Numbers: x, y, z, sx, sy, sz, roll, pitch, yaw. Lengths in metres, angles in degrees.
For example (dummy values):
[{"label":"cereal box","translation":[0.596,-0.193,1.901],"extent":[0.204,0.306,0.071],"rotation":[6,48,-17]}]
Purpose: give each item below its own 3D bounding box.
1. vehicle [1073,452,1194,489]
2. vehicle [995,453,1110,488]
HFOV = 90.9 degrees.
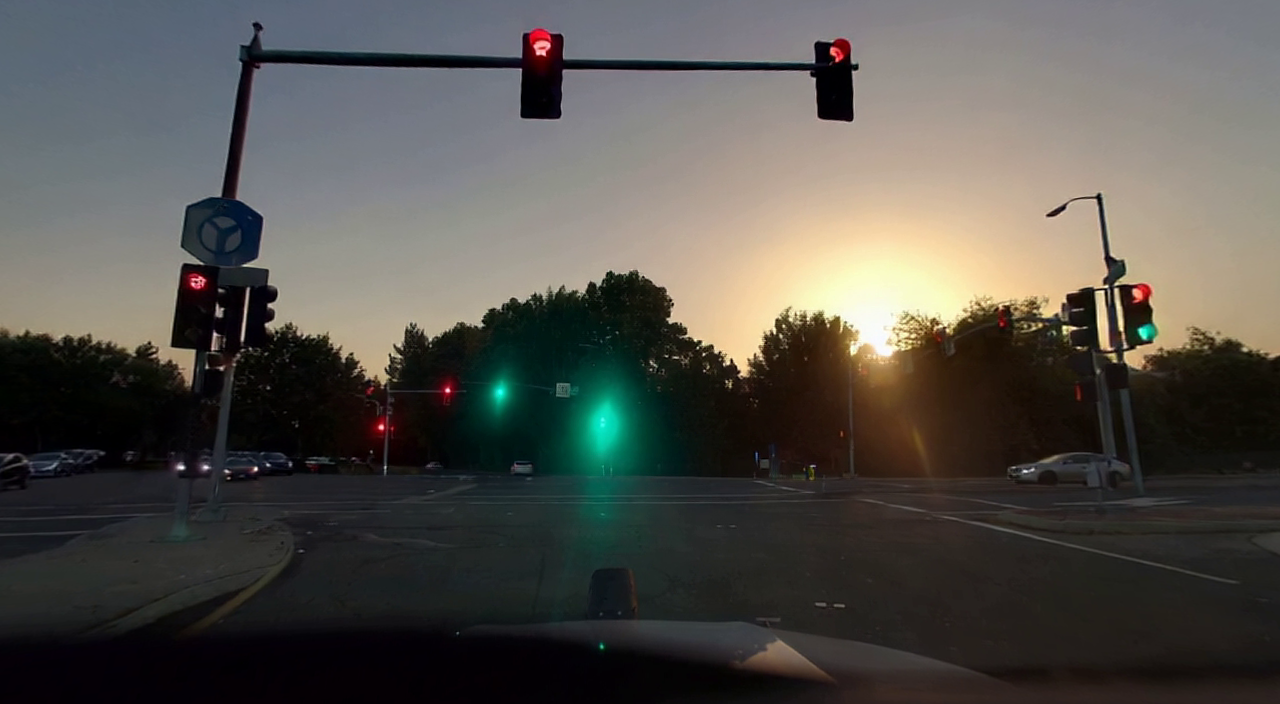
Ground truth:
[{"label":"vehicle","translation":[22.722,5.470,29.085],"extent":[3.998,1.590,1.936],"rotation":[1,-12,-6]},{"label":"vehicle","translation":[21.219,6.135,32.489],"extent":[4.455,1.647,2.124],"rotation":[1,-12,-6]}]
